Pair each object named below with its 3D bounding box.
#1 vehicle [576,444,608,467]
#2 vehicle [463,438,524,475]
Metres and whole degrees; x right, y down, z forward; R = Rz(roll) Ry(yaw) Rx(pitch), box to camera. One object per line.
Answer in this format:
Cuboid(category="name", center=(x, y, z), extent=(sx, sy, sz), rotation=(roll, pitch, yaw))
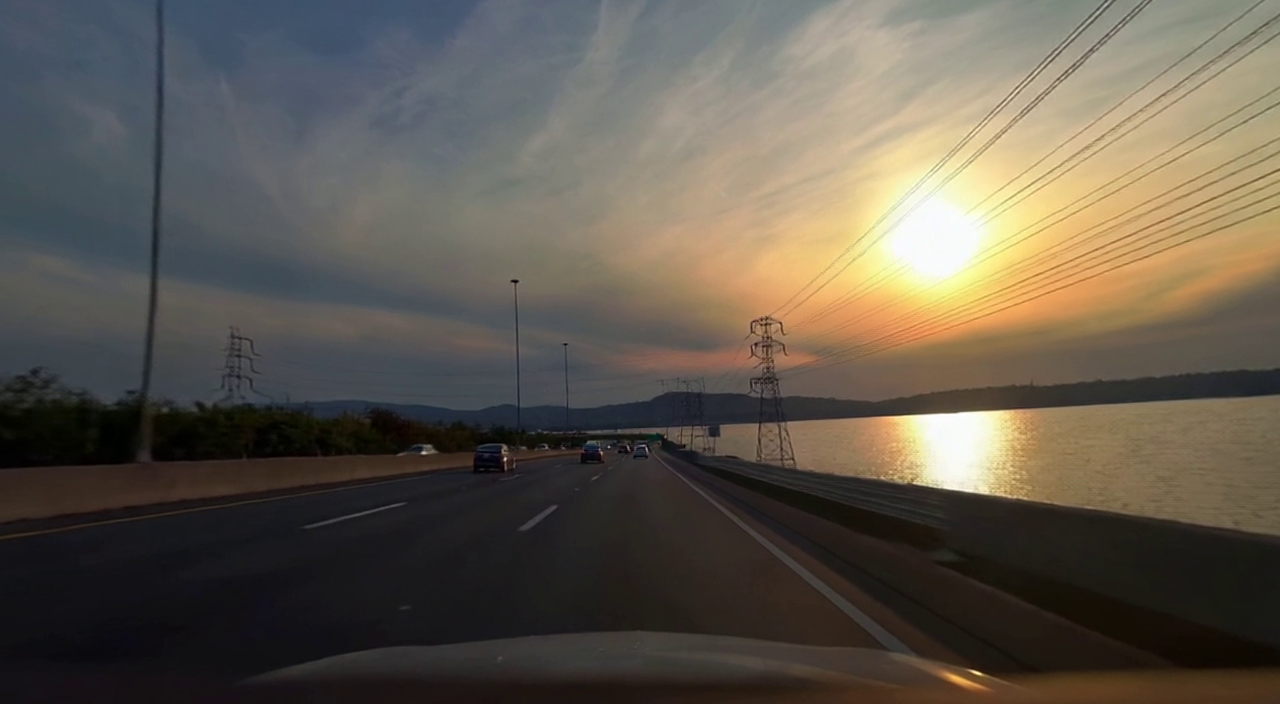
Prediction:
Cuboid(category="vehicle", center=(-3.404, 7.432, 45.491), extent=(1.957, 1.494, 4.207), rotation=(0, -9, 1))
Cuboid(category="vehicle", center=(-7.432, 5.354, 32.526), extent=(2.050, 1.717, 4.418), rotation=(0, -9, 1))
